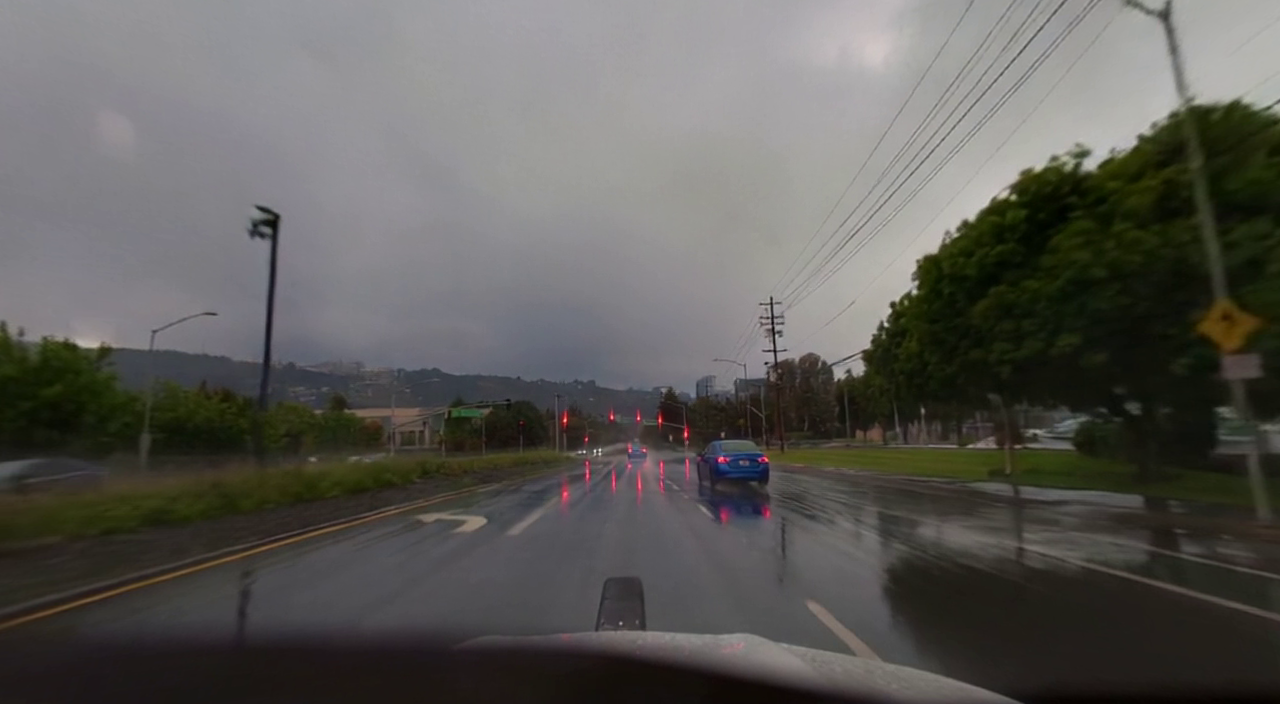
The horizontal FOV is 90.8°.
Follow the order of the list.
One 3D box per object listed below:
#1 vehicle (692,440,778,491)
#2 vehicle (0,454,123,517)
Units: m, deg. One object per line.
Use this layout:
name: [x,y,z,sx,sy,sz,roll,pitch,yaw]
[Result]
vehicle: [2.924,3.613,20.499,2.004,1.448,4.263,0,-9,-2]
vehicle: [-20.259,4.349,20.931,1.969,1.818,4.889,0,-8,1]
